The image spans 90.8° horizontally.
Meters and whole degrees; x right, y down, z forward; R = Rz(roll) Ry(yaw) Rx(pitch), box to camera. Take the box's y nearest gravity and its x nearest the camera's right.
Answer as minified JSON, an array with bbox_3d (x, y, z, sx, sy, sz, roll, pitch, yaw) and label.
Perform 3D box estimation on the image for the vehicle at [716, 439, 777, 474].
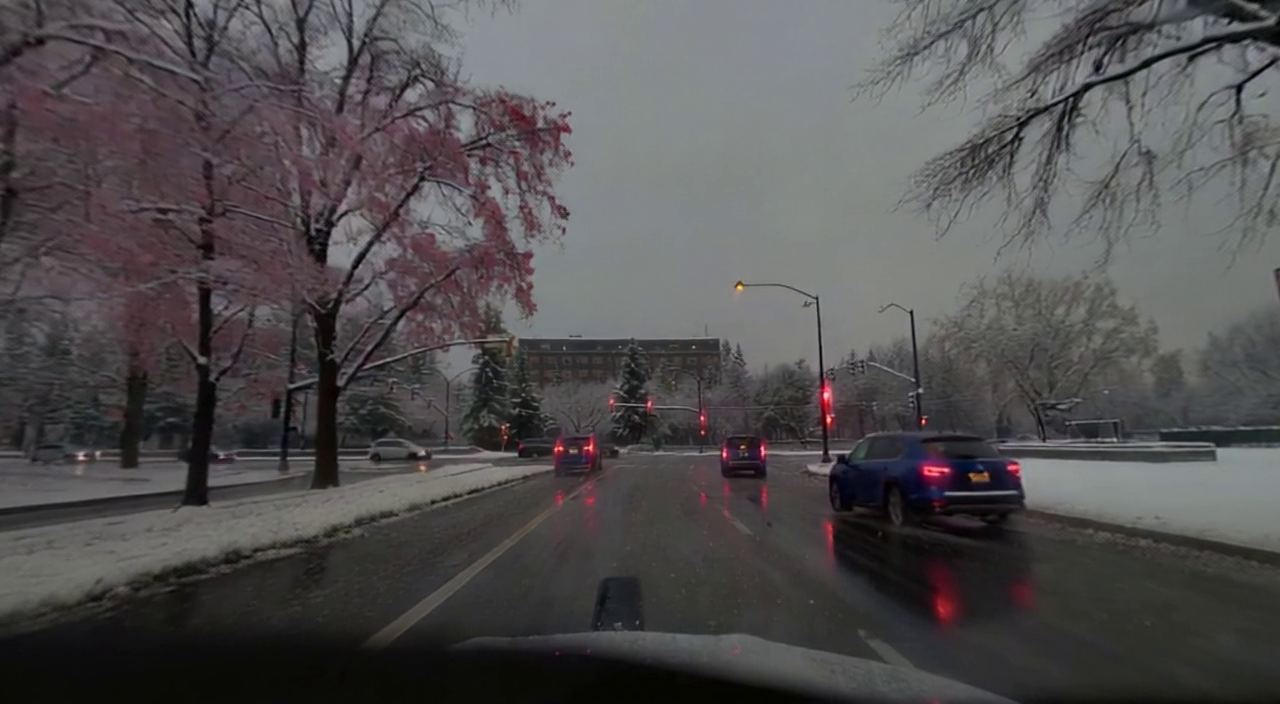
[{"bbox_3d":[4.761,4.745,28.801,2.007,1.466,4.291,0,-9,0],"label":"vehicle"}]

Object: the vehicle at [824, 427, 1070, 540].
[{"bbox_3d":[4.817,2.118,10.796,2.019,1.518,4.285,0,-9,0],"label":"vehicle"}]

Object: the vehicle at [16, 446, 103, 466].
[{"bbox_3d":[-42.908,7.694,46.774,4.526,1.452,1.920,0,-8,0],"label":"vehicle"}]

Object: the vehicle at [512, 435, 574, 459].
[{"bbox_3d":[-7.602,7.480,49.900,4.567,1.810,1.880,0,-9,1],"label":"vehicle"}]

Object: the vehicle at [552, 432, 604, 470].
[{"bbox_3d":[-2.953,4.862,31.071,1.995,1.703,4.367,0,-9,2],"label":"vehicle"}]

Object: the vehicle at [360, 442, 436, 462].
[{"bbox_3d":[-17.809,7.381,46.645,4.829,1.470,1.874,0,-9,0],"label":"vehicle"}]
